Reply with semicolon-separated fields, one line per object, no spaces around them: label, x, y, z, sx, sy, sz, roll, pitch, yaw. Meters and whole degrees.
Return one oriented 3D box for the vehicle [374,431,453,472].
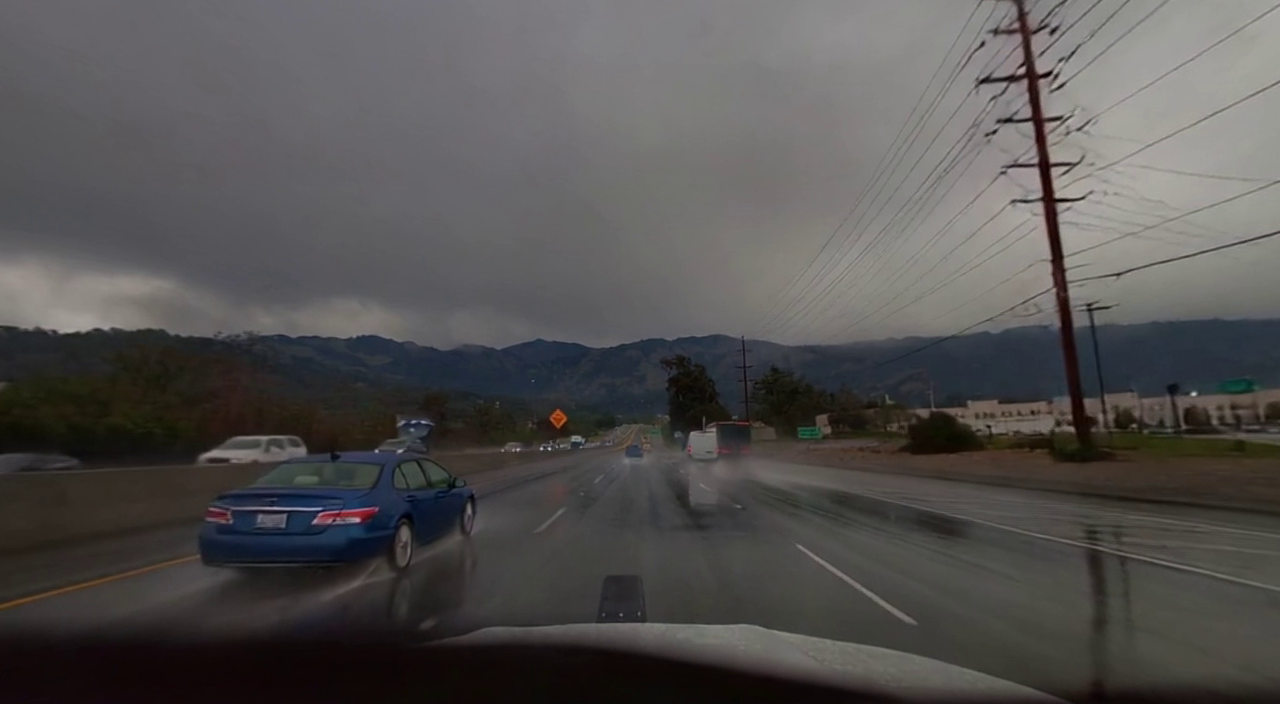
vehicle;-13.785;6.151;39.054;2.308;2.270;7.009;0;-9;0

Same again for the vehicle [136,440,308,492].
vehicle;-13.409;3.691;20.818;2.057;1.477;5.327;0;-9;0

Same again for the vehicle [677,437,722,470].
vehicle;3.404;5.955;37.020;2.036;1.796;4.470;0;-9;-2
